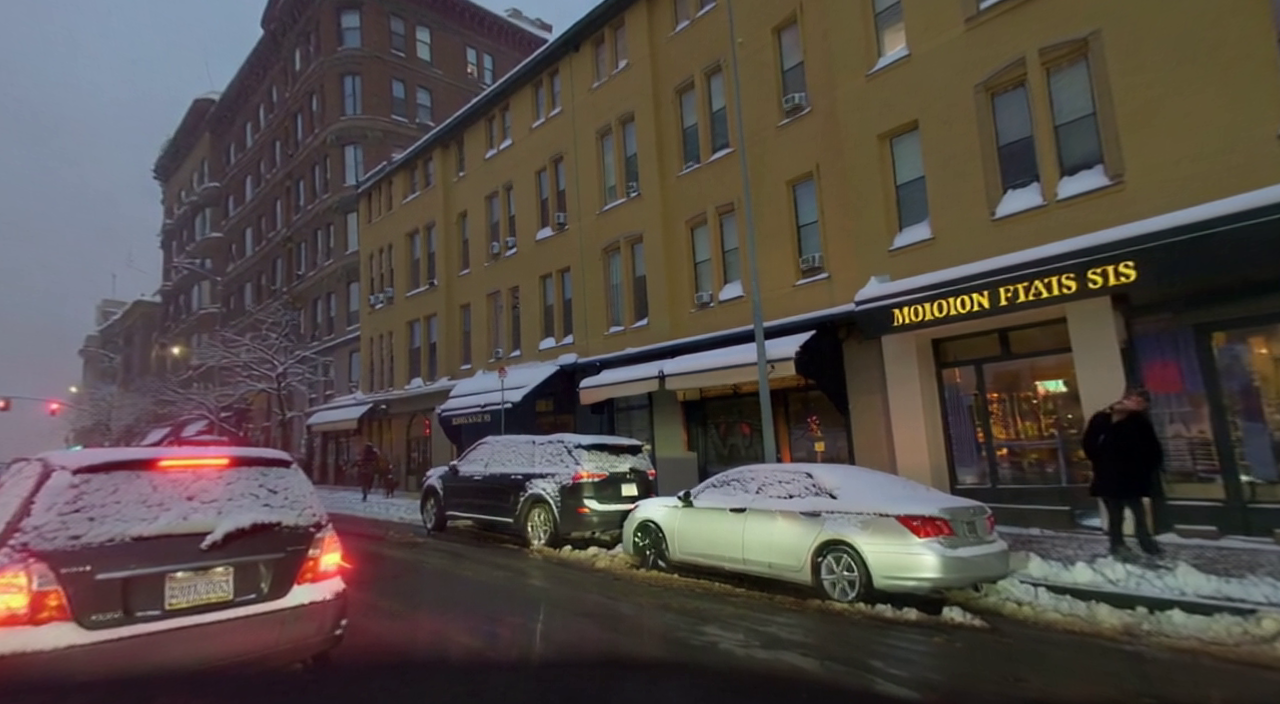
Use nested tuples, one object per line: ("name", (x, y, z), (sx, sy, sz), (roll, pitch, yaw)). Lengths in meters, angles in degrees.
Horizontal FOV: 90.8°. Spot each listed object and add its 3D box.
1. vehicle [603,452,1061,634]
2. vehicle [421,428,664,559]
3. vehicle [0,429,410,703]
("vehicle", (1.907, 1.926, 7.513), (4.830, 1.421, 1.826), (-8, -11, 42))
("vehicle", (-1.904, 2.359, 11.320), (4.580, 1.853, 1.862), (-8, -12, 43))
("vehicle", (-3.535, 1.309, 4.263), (4.330, 1.458, 1.932), (-8, -12, 43))
